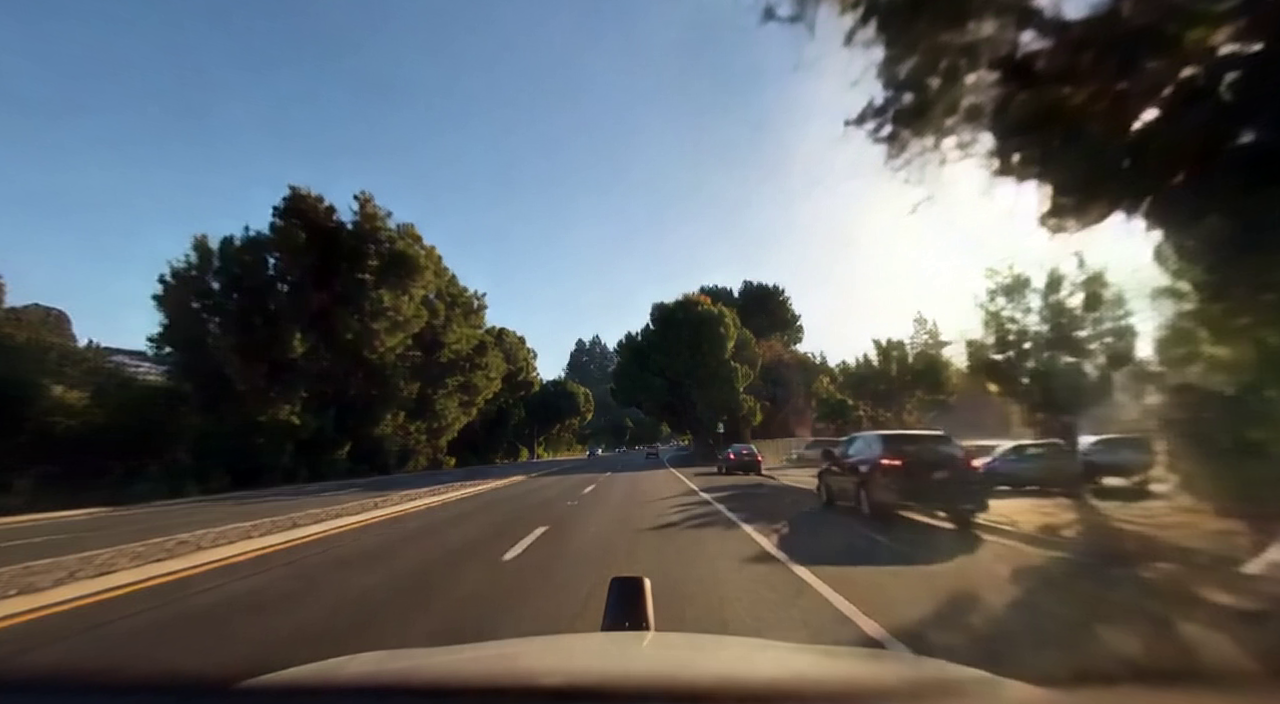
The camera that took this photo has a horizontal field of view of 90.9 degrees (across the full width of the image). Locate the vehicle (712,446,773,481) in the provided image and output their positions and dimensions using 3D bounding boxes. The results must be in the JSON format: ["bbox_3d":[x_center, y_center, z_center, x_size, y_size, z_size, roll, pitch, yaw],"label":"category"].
[{"bbox_3d":[4.779,5.287,30.217,2.184,1.496,4.615,0,-9,0],"label":"vehicle"}]

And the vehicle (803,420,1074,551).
[{"bbox_3d":[4.625,2.152,10.886,2.205,1.728,4.855,0,-9,-1],"label":"vehicle"}]

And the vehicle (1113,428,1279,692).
[{"bbox_3d":[4.657,1.035,2.512,1.920,1.514,4.746,0,-9,1],"label":"vehicle"}]
